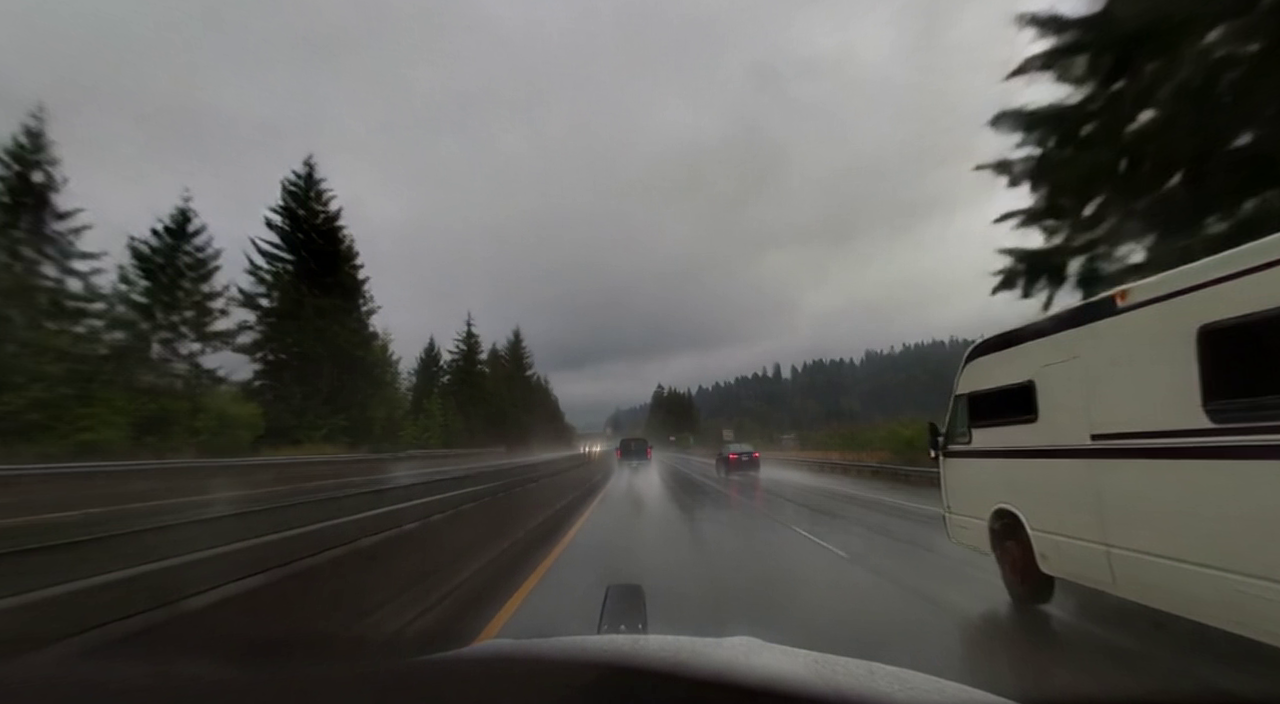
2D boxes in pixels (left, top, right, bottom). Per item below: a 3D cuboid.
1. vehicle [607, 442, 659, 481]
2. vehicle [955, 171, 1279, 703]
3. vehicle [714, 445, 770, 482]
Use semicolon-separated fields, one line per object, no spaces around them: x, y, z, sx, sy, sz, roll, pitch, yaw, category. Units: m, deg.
-0.289;4.821;27.924;2.120;1.575;4.018;0;-9;0;vehicle
4.791;0.432;3.137;2.745;2.832;7.035;0;-9;0;vehicle
4.296;4.735;26.926;1.757;1.459;3.398;0;-9;-1;vehicle
